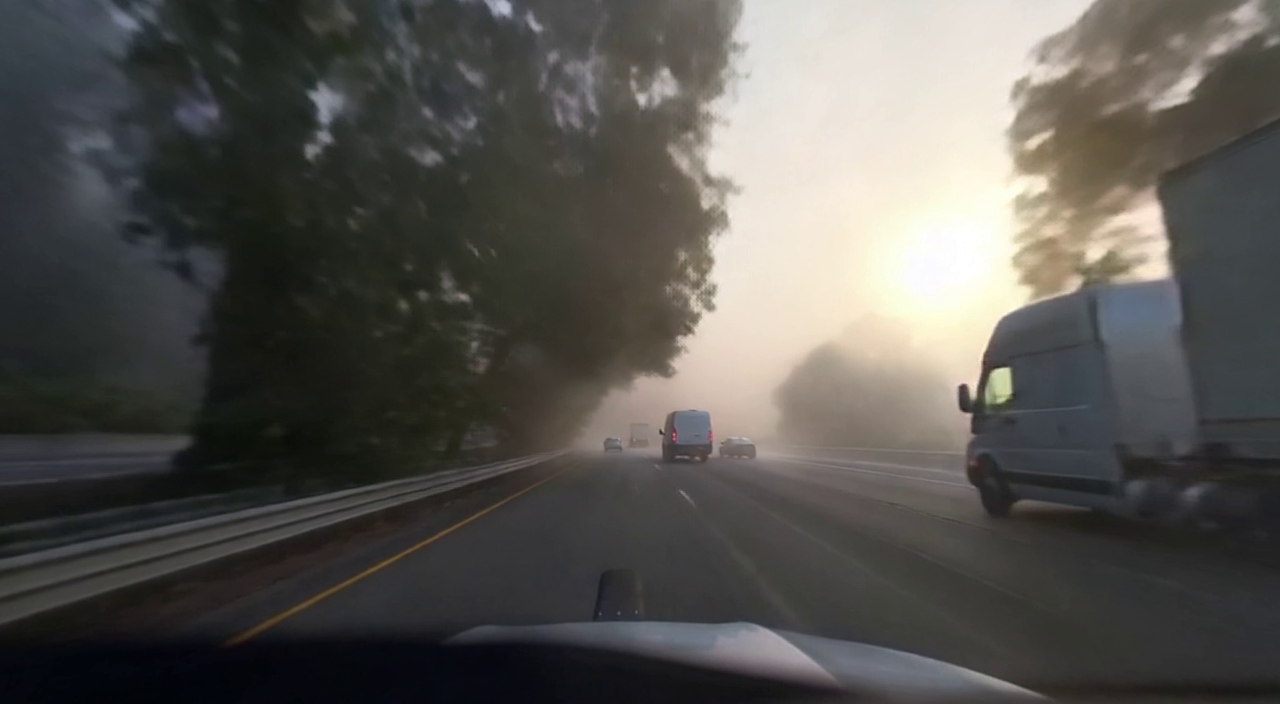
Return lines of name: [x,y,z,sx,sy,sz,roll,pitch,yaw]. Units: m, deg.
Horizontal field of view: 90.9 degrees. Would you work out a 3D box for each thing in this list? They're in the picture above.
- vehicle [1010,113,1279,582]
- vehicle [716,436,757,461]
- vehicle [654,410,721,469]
vehicle: [7.056,-0.473,2.269,2.904,4.054,14.017,0,-8,0]
vehicle: [5.868,5.896,38.712,1.821,1.468,3.805,0,-8,-2]
vehicle: [2.100,4.123,29.847,2.436,2.521,5.409,0,-8,-3]
